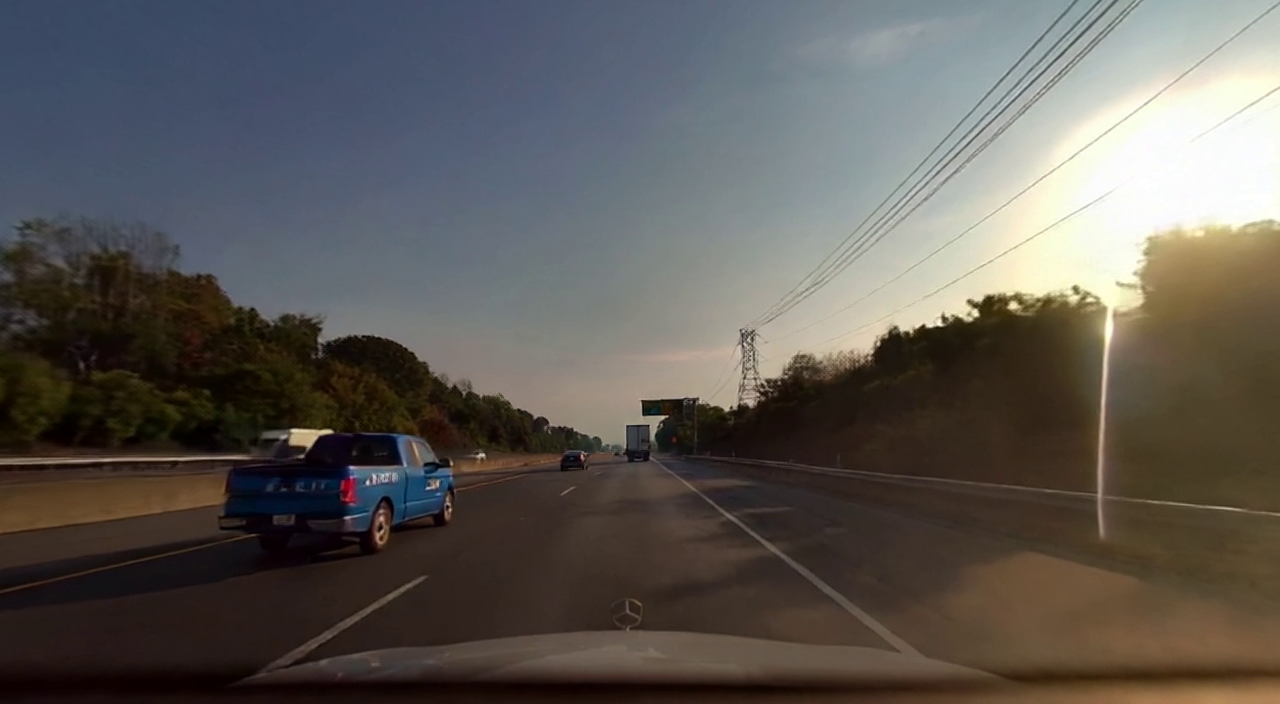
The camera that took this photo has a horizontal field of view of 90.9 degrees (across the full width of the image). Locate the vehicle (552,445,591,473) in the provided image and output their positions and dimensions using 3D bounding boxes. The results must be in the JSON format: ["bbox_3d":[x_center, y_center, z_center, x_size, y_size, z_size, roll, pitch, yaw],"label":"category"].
[{"bbox_3d":[-4.448,6.995,41.444,2.111,1.735,4.066,0,-9,1],"label":"vehicle"}]

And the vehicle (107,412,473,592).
[{"bbox_3d":[-4.002,1.805,8.547,2.049,1.697,4.998,0,-9,0],"label":"vehicle"}]
